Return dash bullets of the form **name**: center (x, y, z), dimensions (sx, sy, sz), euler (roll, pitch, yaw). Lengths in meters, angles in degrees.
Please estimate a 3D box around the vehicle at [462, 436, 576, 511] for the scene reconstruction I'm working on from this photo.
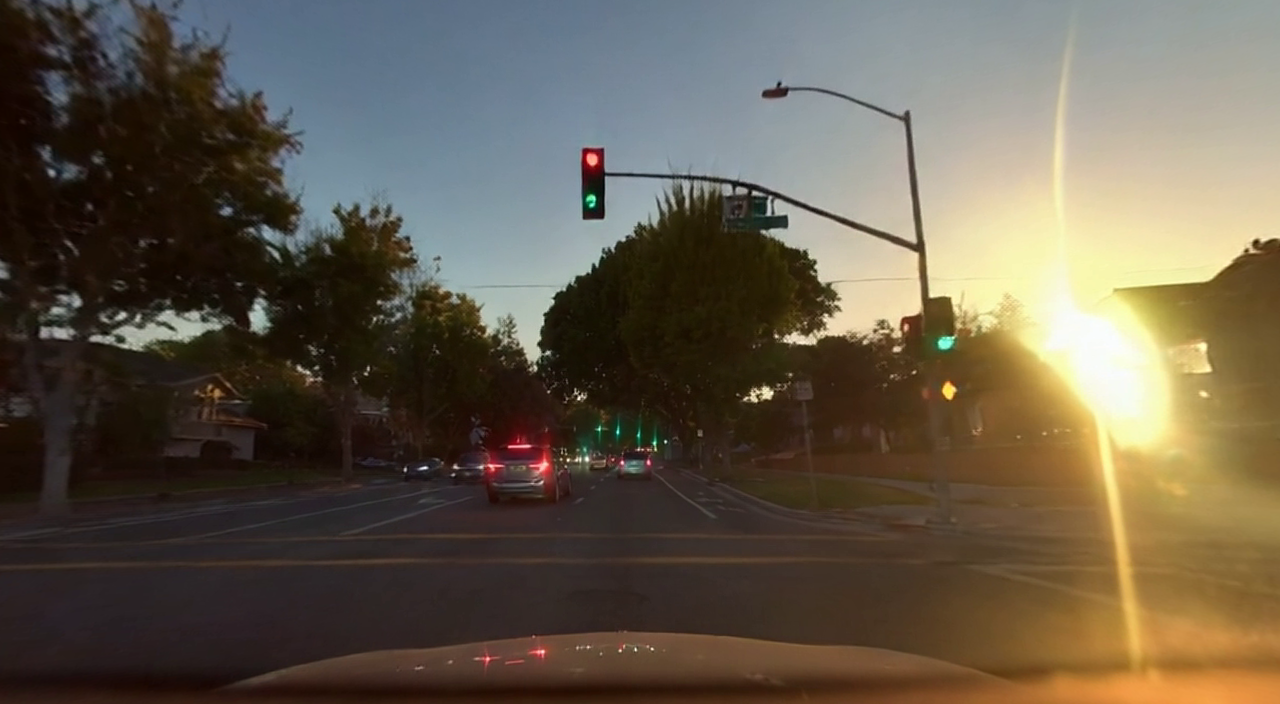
- **vehicle**: center (-3.113, 3.234, 17.355), dimensions (2.157, 1.771, 4.452), euler (0, -8, 1)

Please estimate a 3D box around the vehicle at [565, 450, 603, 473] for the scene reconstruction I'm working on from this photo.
- **vehicle**: center (-3.847, 7.636, 44.294), dimensions (2.268, 1.522, 4.350), euler (0, -8, 0)

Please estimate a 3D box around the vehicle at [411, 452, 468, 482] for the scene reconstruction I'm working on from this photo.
- **vehicle**: center (-12.823, 7.398, 40.748), dimensions (2.034, 1.661, 4.686), euler (-4, -10, 2)

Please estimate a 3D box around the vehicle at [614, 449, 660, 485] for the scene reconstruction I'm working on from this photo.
- **vehicle**: center (-0.136, 5.439, 30.139), dimensions (2.062, 1.518, 3.901), euler (0, -8, 0)
